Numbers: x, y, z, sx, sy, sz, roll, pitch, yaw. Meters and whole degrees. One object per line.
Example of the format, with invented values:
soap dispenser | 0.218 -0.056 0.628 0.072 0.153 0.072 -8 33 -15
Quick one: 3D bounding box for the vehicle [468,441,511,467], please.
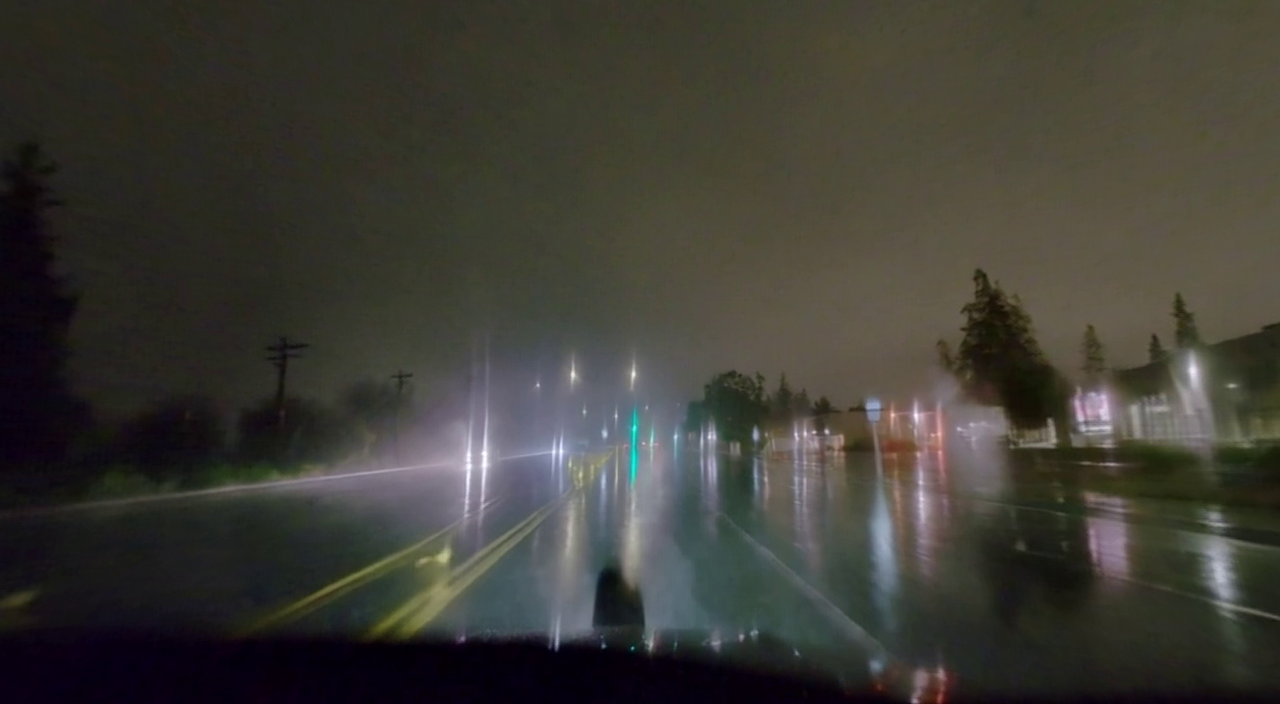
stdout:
vehicle | -10.675 7.262 45.115 1.923 1.702 4.387 0 -8 1
